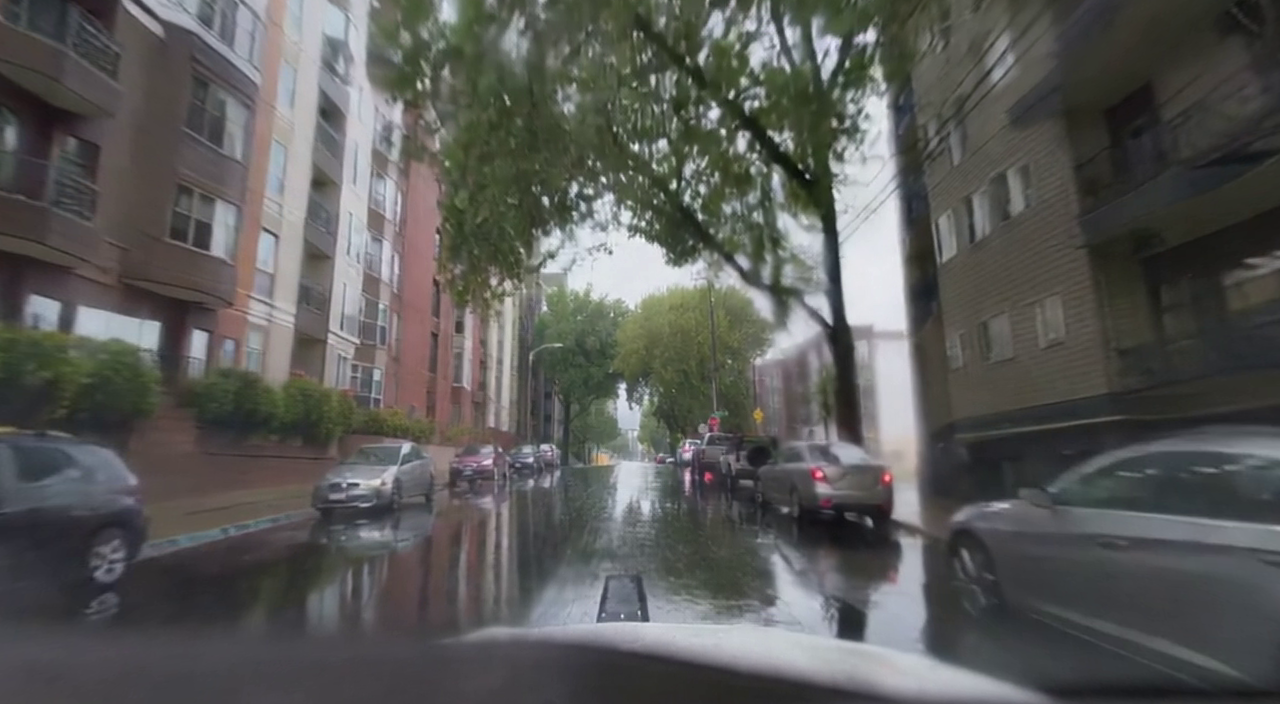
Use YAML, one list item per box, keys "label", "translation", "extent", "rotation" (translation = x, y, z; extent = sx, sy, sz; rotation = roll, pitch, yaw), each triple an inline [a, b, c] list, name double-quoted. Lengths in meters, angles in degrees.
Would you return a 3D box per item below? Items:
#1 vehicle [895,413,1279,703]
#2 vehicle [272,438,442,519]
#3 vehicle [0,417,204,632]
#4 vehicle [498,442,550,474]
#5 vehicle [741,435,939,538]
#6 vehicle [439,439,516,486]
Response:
- label: "vehicle"
  translation: [3.500, 1.136, 3.451]
  extent: [2.041, 1.488, 5.026]
  rotation: [0, -8, -1]
- label: "vehicle"
  translation: [-6.477, 2.911, 15.140]
  extent: [2.100, 1.640, 4.341]
  rotation: [0, -8, -1]
- label: "vehicle"
  translation: [-6.241, 1.423, 5.244]
  extent: [2.023, 1.740, 4.567]
  rotation: [0, -8, -1]
- label: "vehicle"
  translation: [-6.445, 5.921, 35.557]
  extent: [2.069, 1.647, 4.359]
  rotation: [-1, -8, 0]
- label: "vehicle"
  translation: [3.361, 2.351, 11.885]
  extent: [1.948, 1.502, 5.013]
  rotation: [0, -8, -2]
- label: "vehicle"
  translation: [-6.458, 4.397, 25.576]
  extent: [1.947, 1.707, 4.352]
  rotation: [0, -8, 0]
